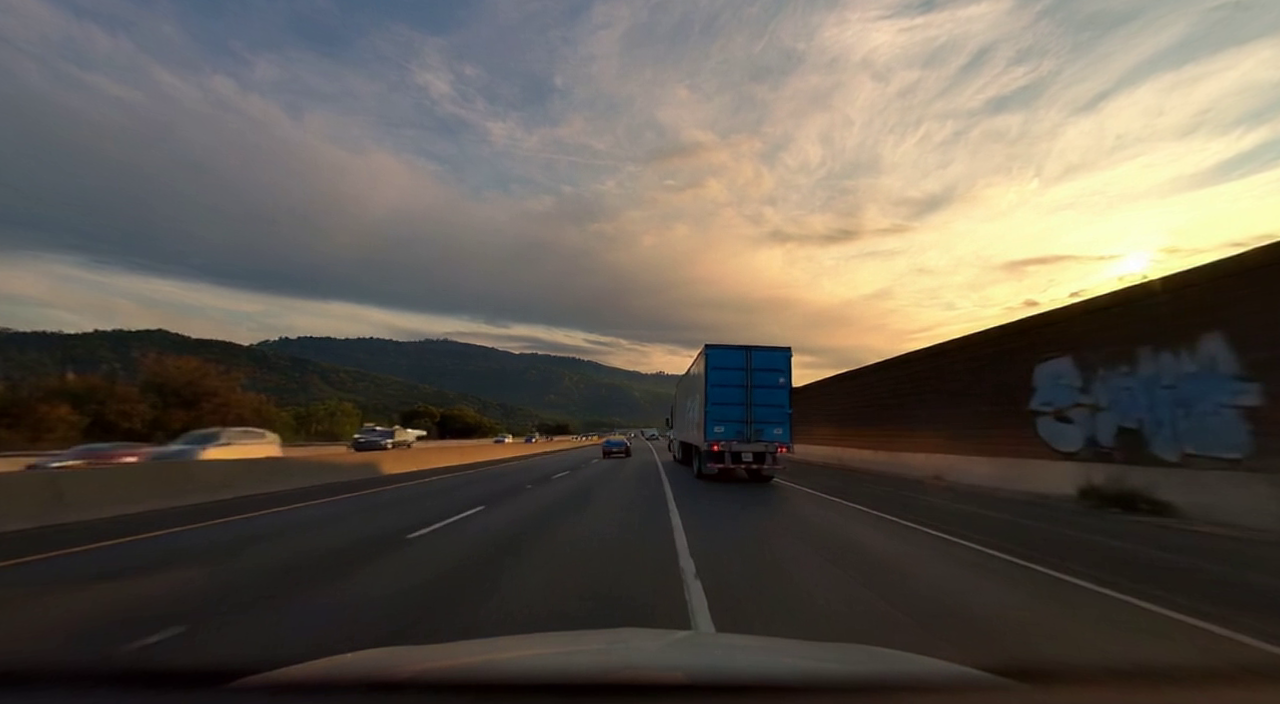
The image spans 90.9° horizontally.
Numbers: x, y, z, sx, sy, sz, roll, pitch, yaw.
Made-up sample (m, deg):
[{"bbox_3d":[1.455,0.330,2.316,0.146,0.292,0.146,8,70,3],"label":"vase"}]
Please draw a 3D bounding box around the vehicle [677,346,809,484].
[{"bbox_3d":[3.126,2.431,22.661,2.921,3.765,10.773,0,-8,0],"label":"vehicle"}]

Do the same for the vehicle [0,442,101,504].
[{"bbox_3d":[-16.023,2.922,15.317,1.798,1.440,4.526,0,-8,1],"label":"vehicle"}]

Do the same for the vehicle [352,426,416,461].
[{"bbox_3d":[-18.987,6.822,47.120,2.173,2.471,5.845,0,-8,1],"label":"vehicle"}]

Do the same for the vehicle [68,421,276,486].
[{"bbox_3d":[-12.086,2.644,16.805,1.938,1.492,4.559,0,-8,2],"label":"vehicle"}]

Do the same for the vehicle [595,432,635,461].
[{"bbox_3d":[-1.372,5.370,36.026,1.982,1.535,4.519,0,-8,1],"label":"vehicle"}]

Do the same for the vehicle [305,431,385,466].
[{"bbox_3d":[-15.315,5.018,33.049,1.952,1.709,4.365,0,-8,2],"label":"vehicle"}]
